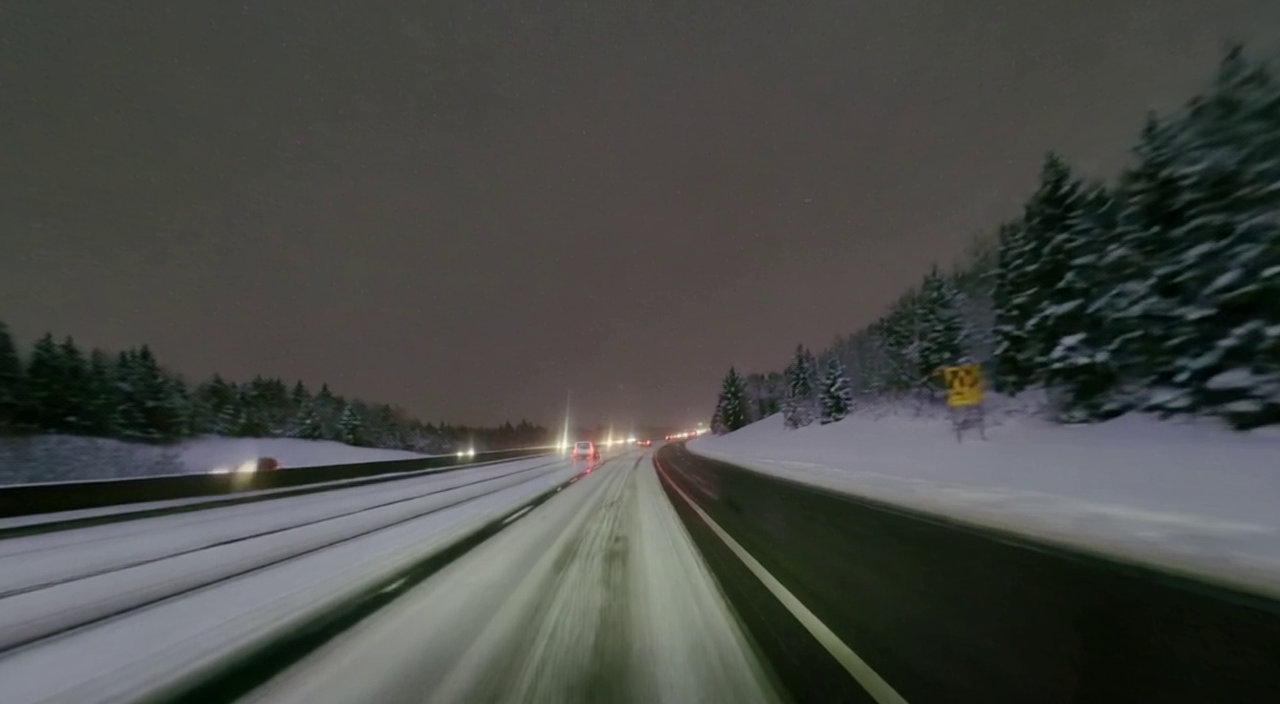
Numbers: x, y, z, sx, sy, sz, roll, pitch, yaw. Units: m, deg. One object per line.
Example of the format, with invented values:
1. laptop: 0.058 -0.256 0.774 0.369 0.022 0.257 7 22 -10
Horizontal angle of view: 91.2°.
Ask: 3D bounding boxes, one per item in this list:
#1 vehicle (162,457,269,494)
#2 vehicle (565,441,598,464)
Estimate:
1. vehicle: -20.340 5.900 30.301 1.974 1.589 4.426 0 -9 1
2. vehicle: -4.218 7.349 45.976 1.998 1.584 4.005 0 -9 1
